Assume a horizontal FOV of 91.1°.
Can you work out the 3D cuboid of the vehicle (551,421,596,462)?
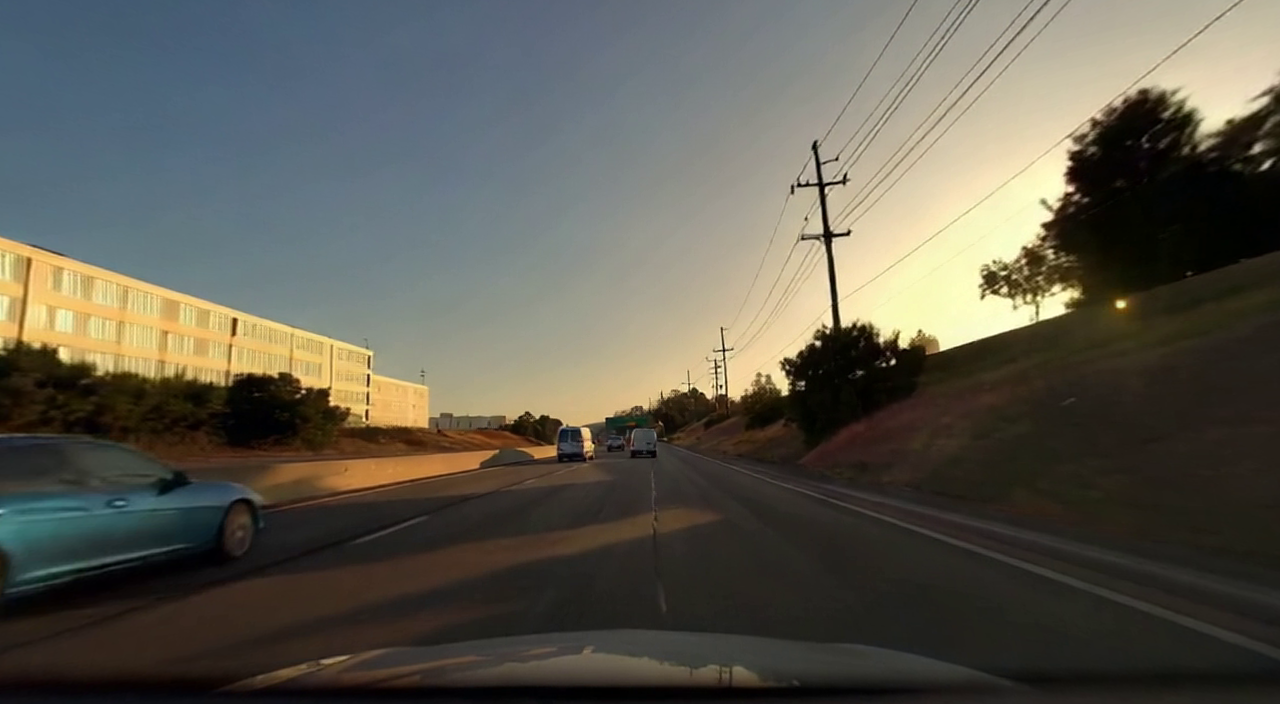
[{"bbox_3d":[-4.659,6.377,45.163,2.437,2.677,6.858,0,-8,0],"label":"vehicle"}]

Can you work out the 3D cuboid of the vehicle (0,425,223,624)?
[{"bbox_3d":[-5.811,1.281,4.622,2.087,1.464,4.853,0,-8,1],"label":"vehicle"}]

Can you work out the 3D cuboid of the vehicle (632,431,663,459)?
[{"bbox_3d":[0.518,7.000,47.527,2.213,1.997,4.456,0,-8,-1],"label":"vehicle"}]
